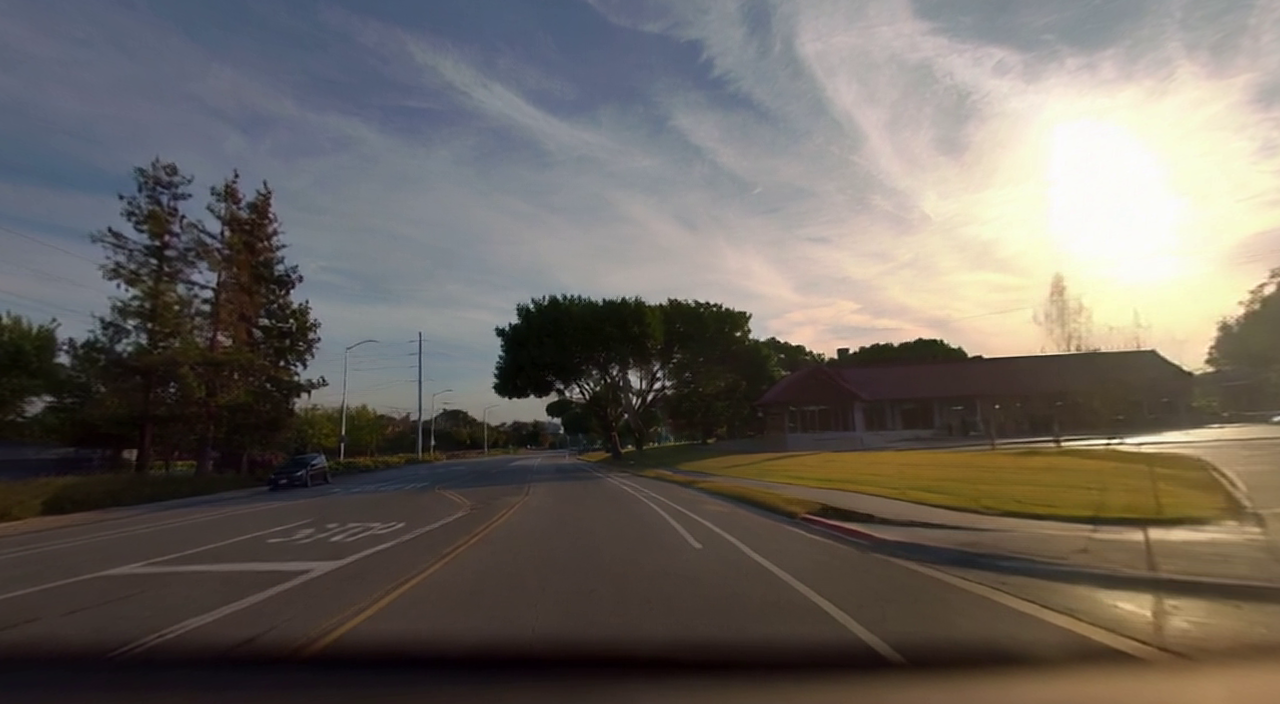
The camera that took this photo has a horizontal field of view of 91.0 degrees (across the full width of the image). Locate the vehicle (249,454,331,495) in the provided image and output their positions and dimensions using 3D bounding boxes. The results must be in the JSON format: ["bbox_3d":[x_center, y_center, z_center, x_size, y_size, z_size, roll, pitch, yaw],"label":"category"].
[{"bbox_3d":[-16.378,5.729,29.704,1.952,1.632,4.200,-1,-8,-8],"label":"vehicle"}]
